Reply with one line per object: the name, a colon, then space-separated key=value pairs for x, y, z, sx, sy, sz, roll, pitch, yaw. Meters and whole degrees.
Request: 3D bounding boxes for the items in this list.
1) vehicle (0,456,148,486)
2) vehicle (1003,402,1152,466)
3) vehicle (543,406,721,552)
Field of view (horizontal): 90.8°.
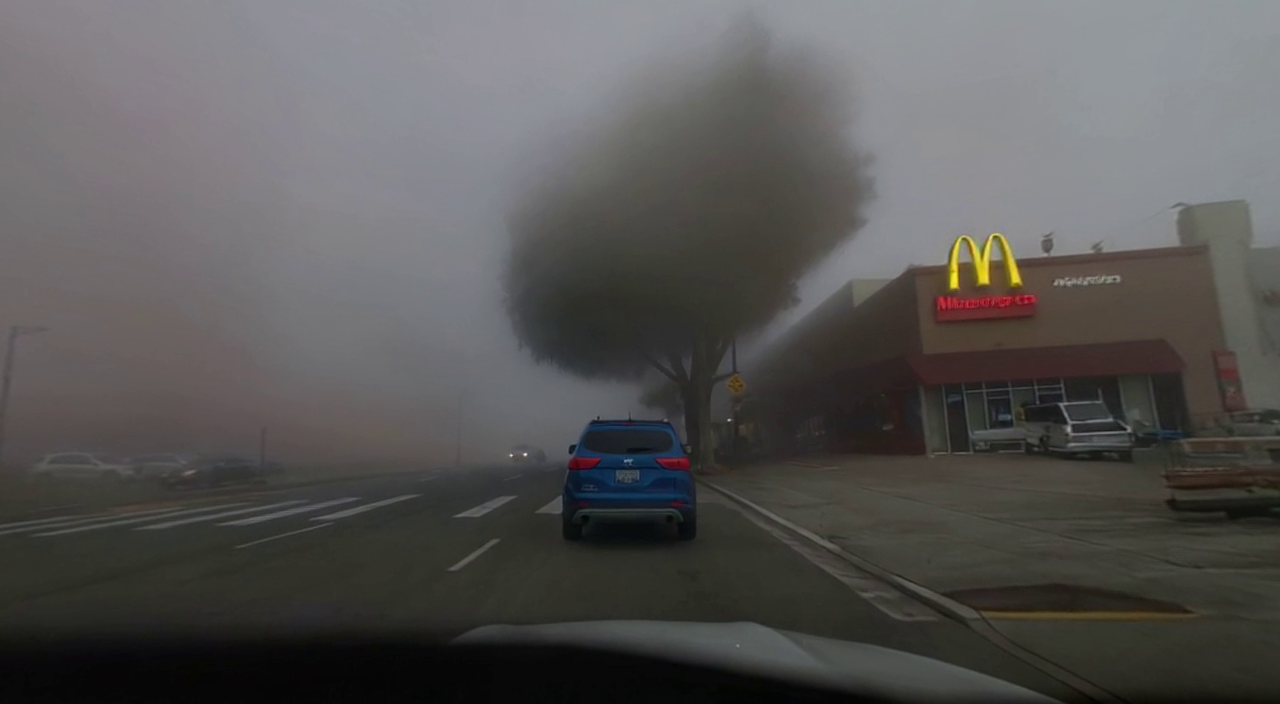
vehicle: x=-28.325 y=5.949 z=31.866 sx=5.154 sy=1.343 sz=1.943 roll=4 pitch=-10 yaw=-25
vehicle: x=16.088 y=3.057 z=23.122 sx=6.060 sy=2.047 sz=2.490 roll=6 pitch=-11 yaw=-36
vehicle: x=-0.140 y=1.892 z=9.963 sx=2.234 sy=1.818 sz=3.869 roll=0 pitch=-9 yaw=-1
